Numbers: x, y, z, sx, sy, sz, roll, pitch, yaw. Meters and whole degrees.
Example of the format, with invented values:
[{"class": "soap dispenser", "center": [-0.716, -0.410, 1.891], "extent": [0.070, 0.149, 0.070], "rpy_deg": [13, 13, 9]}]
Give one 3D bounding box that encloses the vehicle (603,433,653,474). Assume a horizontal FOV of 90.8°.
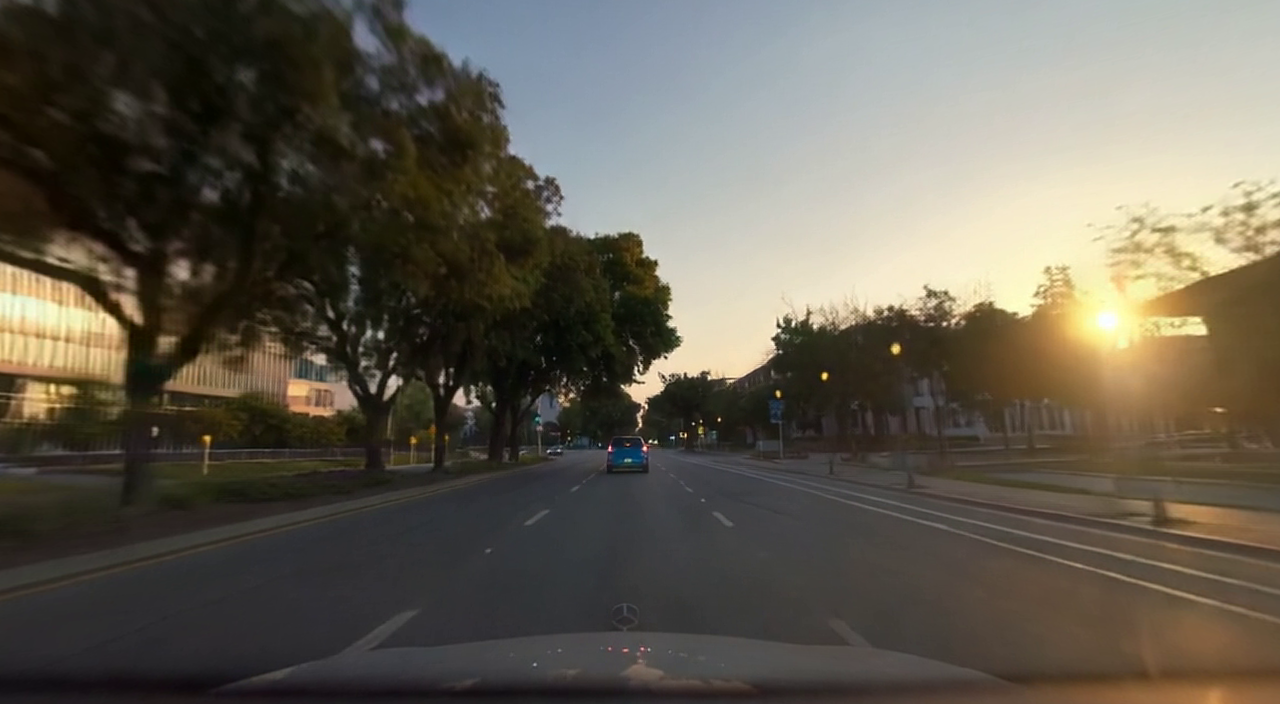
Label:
[{"class": "vehicle", "center": [-0.557, 4.970, 31.215], "extent": [2.313, 1.860, 4.319], "rpy_deg": [0, -8, 0]}]
